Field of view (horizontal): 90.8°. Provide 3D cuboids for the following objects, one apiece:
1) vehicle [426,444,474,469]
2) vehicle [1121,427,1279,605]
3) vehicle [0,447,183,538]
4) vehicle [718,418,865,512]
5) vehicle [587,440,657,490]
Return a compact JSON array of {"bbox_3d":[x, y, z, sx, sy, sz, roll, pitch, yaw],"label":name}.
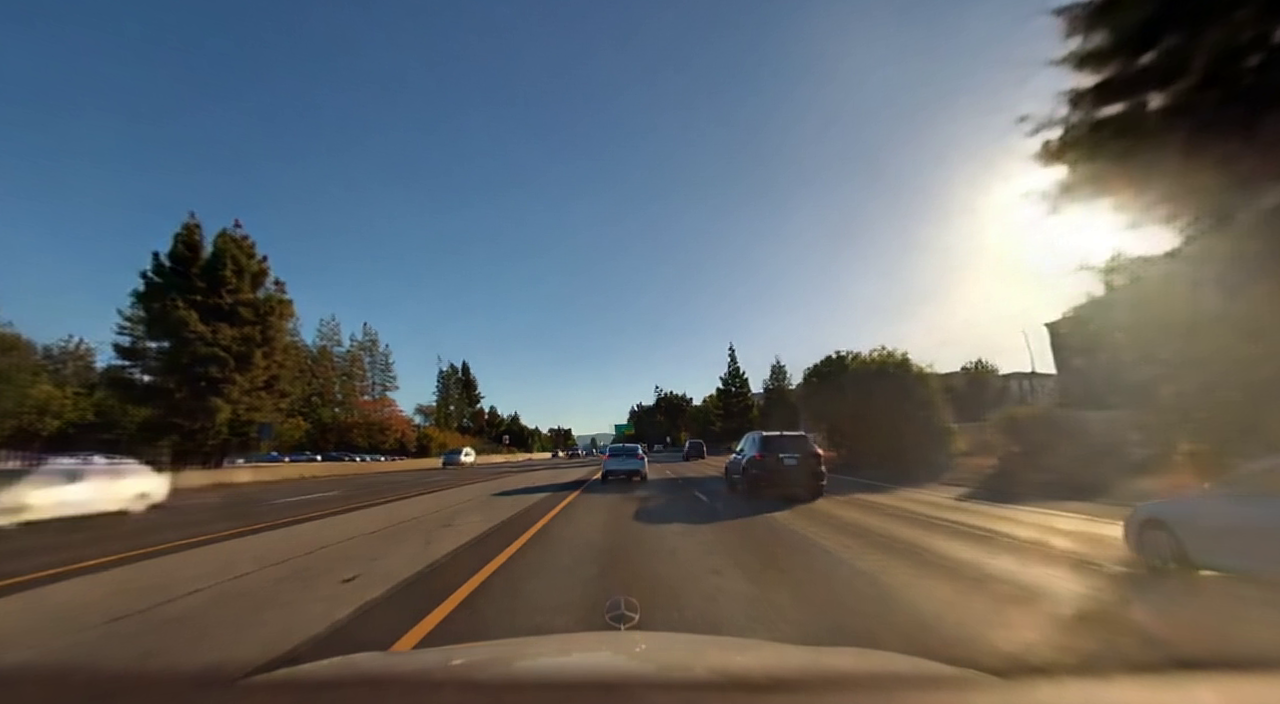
[{"bbox_3d":[-14.542,8.025,48.678,2.178,1.793,4.921,0,-8,0],"label":"vehicle"},{"bbox_3d":[6.556,1.259,4.550,2.434,1.467,4.726,0,-8,-1],"label":"vehicle"},{"bbox_3d":[-11.464,2.569,12.151,2.022,1.447,4.427,0,-8,0],"label":"vehicle"},{"bbox_3d":[3.288,2.576,14.848,2.186,1.842,4.553,0,-8,-2],"label":"vehicle"},{"bbox_3d":[-0.540,3.585,20.448,2.040,1.451,3.736,0,-8,0],"label":"vehicle"}]
